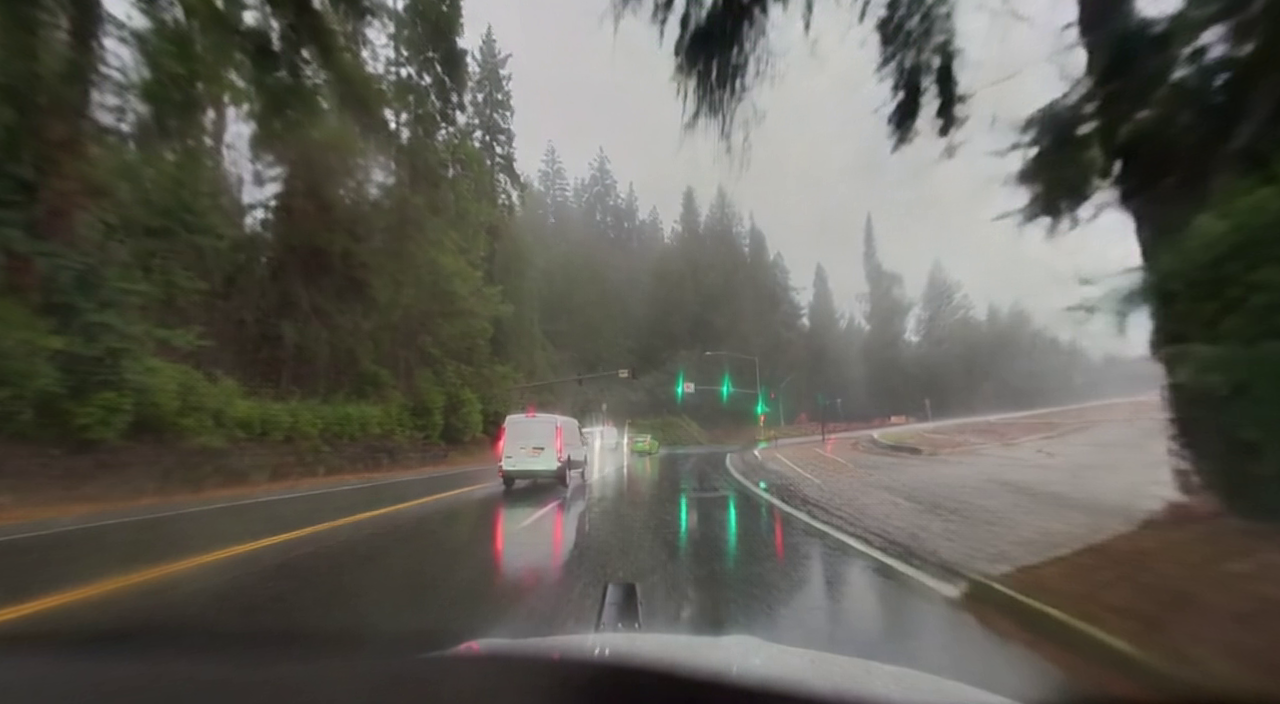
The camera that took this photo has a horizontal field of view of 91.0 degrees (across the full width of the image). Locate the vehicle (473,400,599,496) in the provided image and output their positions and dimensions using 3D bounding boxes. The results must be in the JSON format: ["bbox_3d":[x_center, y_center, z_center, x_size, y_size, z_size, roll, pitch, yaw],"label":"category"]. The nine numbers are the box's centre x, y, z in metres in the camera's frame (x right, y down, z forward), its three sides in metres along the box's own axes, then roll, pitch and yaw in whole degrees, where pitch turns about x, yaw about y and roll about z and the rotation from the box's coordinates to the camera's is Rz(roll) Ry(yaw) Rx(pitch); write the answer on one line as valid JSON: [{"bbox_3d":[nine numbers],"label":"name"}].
[{"bbox_3d":[-2.570,2.595,17.190,2.362,2.185,5.212,0,-8,2],"label":"vehicle"}]

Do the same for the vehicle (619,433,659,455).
[{"bbox_3d":[0.006,6.641,45.292,2.088,1.484,4.572,-1,-8,11],"label":"vehicle"}]
